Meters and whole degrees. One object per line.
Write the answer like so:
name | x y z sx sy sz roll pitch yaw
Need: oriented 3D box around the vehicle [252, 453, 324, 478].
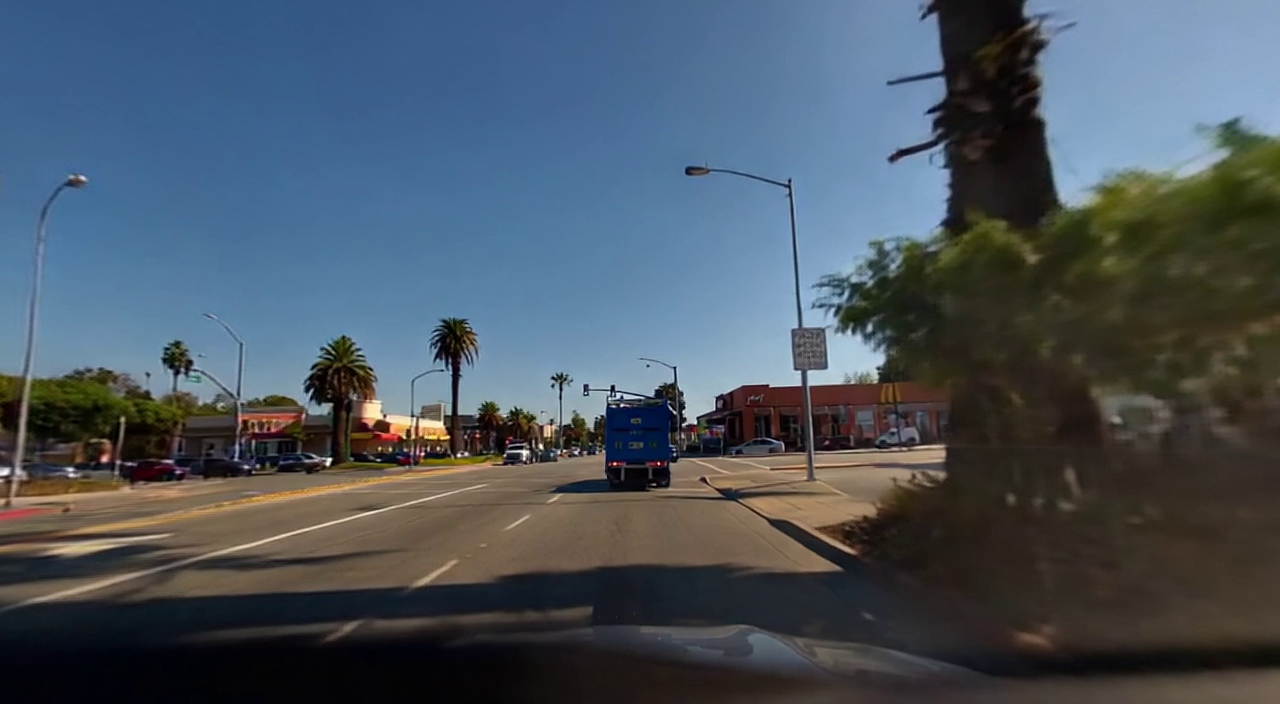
vehicle | -27.645 8.923 49.698 4.583 1.556 1.893 -4 -8 -1

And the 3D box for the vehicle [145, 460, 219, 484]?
vehicle | -31.164 8.164 43.164 1.766 1.428 4.337 0 -8 1

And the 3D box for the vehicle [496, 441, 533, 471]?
vehicle | -7.592 6.321 38.584 1.997 1.679 4.263 1 -8 -9

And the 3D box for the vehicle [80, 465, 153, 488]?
vehicle | -35.903 8.507 43.421 1.834 1.383 3.707 0 -8 -1

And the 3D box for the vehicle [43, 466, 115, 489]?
vehicle | -38.183 8.557 43.098 1.713 1.362 3.605 0 -8 -2

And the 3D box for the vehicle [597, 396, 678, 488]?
vehicle | 0.094 3.355 23.506 2.463 2.954 5.938 -1 -8 5
